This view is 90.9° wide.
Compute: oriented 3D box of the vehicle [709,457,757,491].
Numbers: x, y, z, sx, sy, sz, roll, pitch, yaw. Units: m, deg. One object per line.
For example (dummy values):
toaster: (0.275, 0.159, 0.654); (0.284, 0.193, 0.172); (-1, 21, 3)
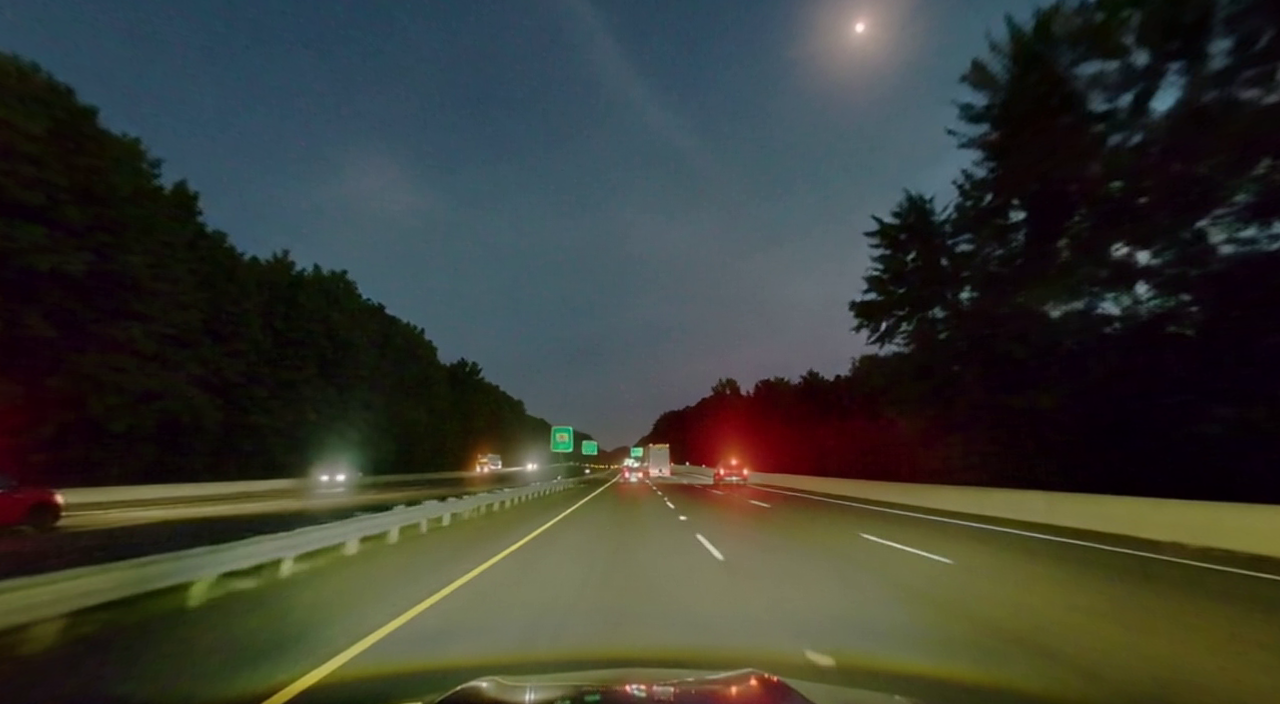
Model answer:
vehicle: (5.189, 6.913, 35.821); (1.998, 1.776, 4.663); (1, -10, -1)

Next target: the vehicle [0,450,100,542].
vehicle: (-12.309, 2.445, 10.646); (1.952, 1.618, 4.859); (1, -10, 1)
